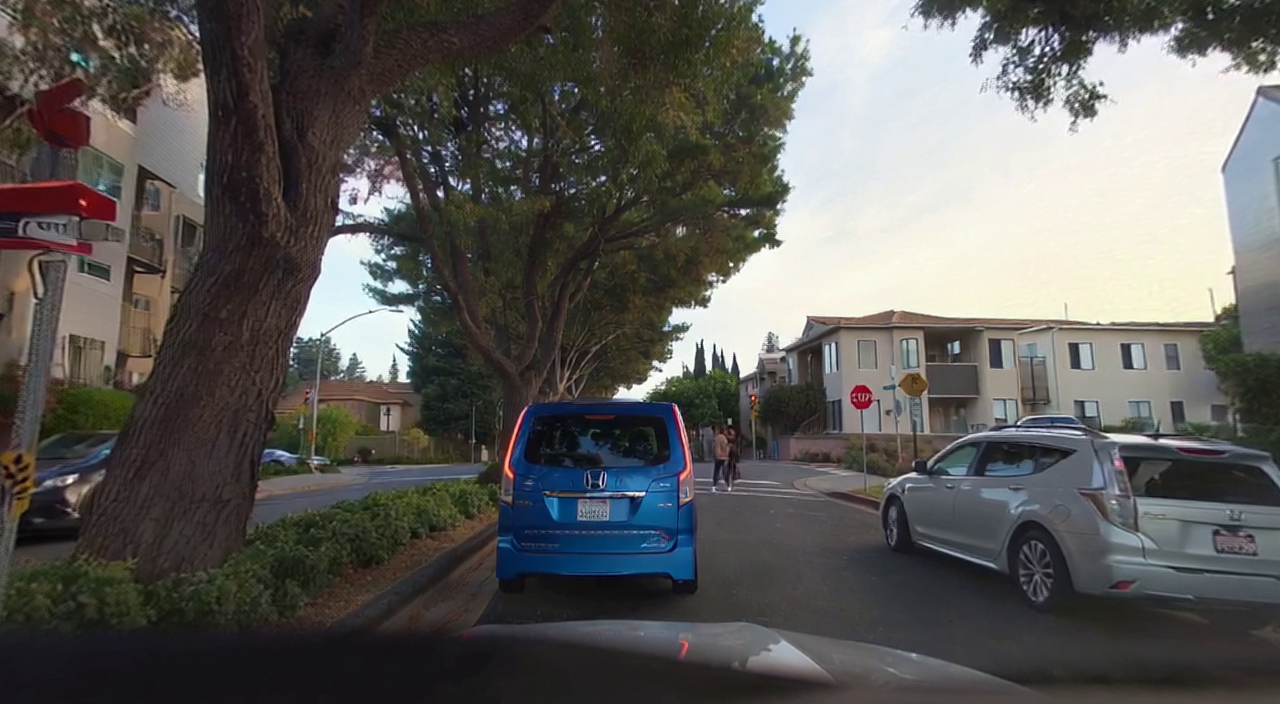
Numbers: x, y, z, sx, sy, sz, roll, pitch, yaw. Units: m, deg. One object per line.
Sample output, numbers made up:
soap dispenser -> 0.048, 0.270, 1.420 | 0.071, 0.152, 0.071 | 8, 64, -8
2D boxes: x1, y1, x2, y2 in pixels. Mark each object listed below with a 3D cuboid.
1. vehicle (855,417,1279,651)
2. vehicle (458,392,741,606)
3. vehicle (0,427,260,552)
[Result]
vehicle -> 4.219, 1.678, 6.904 | 1.959, 1.581, 4.731 | 4, -9, -2
vehicle -> -0.349, 1.583, 7.705 | 2.377, 1.787, 4.652 | 0, -8, 0
vehicle -> -8.291, 2.017, 10.053 | 1.825, 1.532, 4.083 | -3, -7, 2
